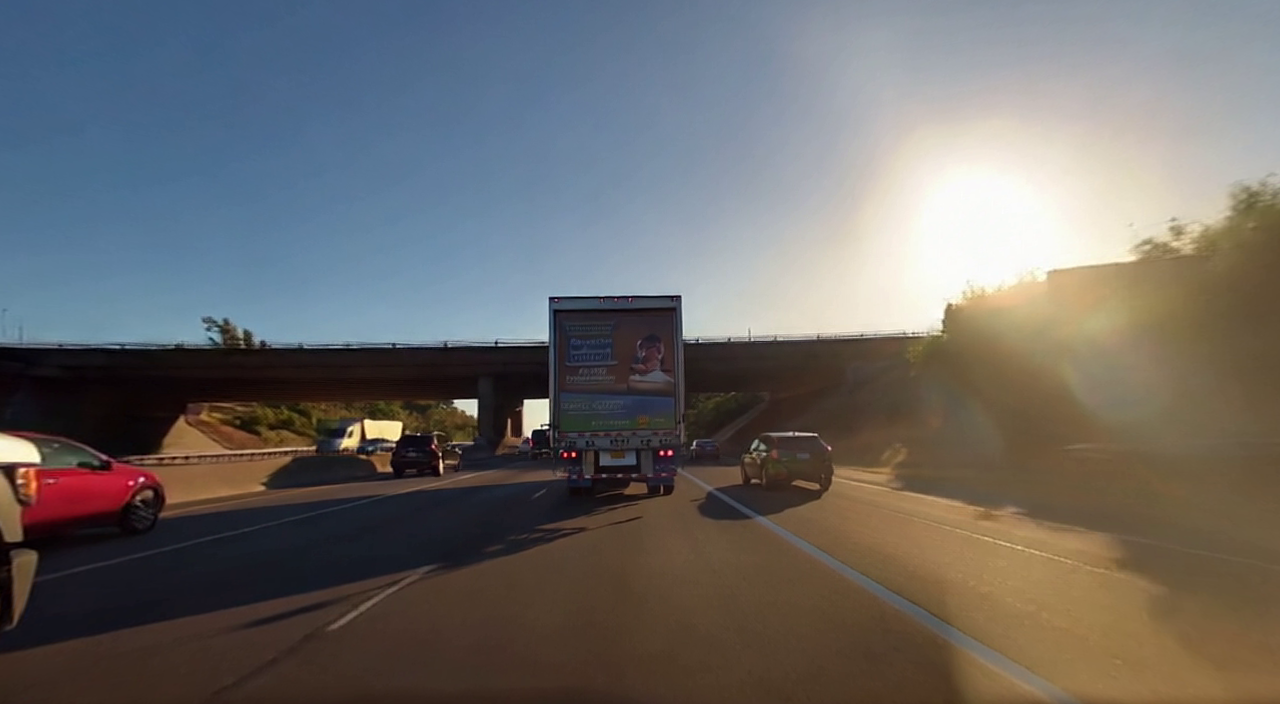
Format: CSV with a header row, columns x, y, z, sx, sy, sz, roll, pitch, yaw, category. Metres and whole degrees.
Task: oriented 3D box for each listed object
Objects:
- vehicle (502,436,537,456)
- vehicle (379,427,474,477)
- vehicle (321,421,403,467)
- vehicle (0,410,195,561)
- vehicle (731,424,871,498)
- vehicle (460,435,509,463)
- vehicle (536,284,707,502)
x,y,z,sx,sy,sz,roll,pitch,yaw,category
-8.969,7.004,46.977,1.928,1.474,3.588,0,-8,0,vehicle
-7.957,3.759,23.994,2.057,1.698,4.550,0,-8,0,vehicle
-16.482,5.479,37.679,2.270,2.482,5.811,0,-8,0,vehicle
-8.134,1.595,7.796,2.048,1.652,4.421,0,-8,-2,vehicle
3.652,2.551,15.244,2.003,1.519,4.580,0,-8,-3,vehicle
-8.740,5.432,35.536,1.845,1.488,3.656,0,-8,0,vehicle
-0.514,1.343,15.858,2.911,3.787,9.905,0,-8,-2,vehicle
